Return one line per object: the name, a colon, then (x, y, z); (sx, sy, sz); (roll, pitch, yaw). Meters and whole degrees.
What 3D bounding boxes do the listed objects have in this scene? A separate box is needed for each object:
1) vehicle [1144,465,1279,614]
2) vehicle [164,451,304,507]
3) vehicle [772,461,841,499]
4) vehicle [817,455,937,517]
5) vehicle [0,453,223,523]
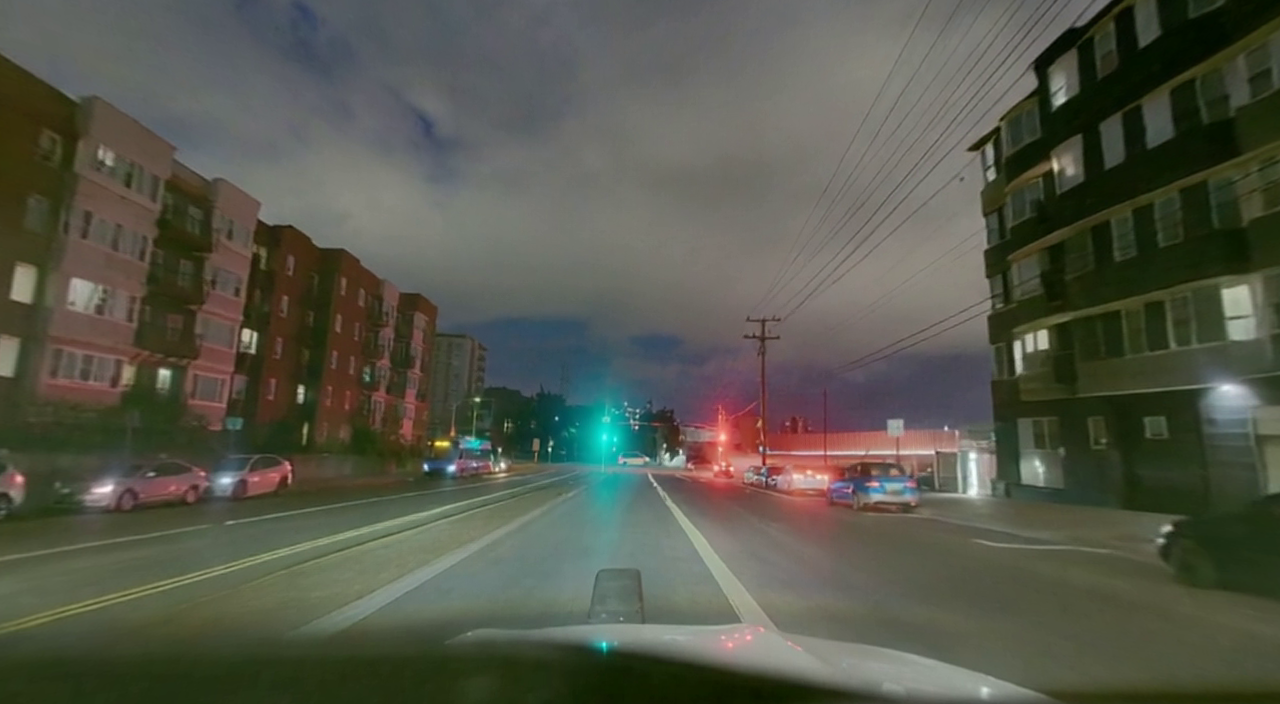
vehicle: (7.689, 1.900, 6.018); (1.941, 1.496, 4.656); (0, -9, 0)
vehicle: (-14.641, 4.564, 23.221); (2.107, 1.771, 4.871); (0, -9, -4)
vehicle: (7.655, 5.912, 29.558); (1.997, 1.517, 4.755); (0, -9, 0)
vehicle: (7.633, 4.333, 20.972); (2.143, 1.731, 4.781); (0, -9, 0)
vehicle: (-14.603, 3.716, 17.900); (2.124, 1.626, 4.908); (0, -9, 1)
